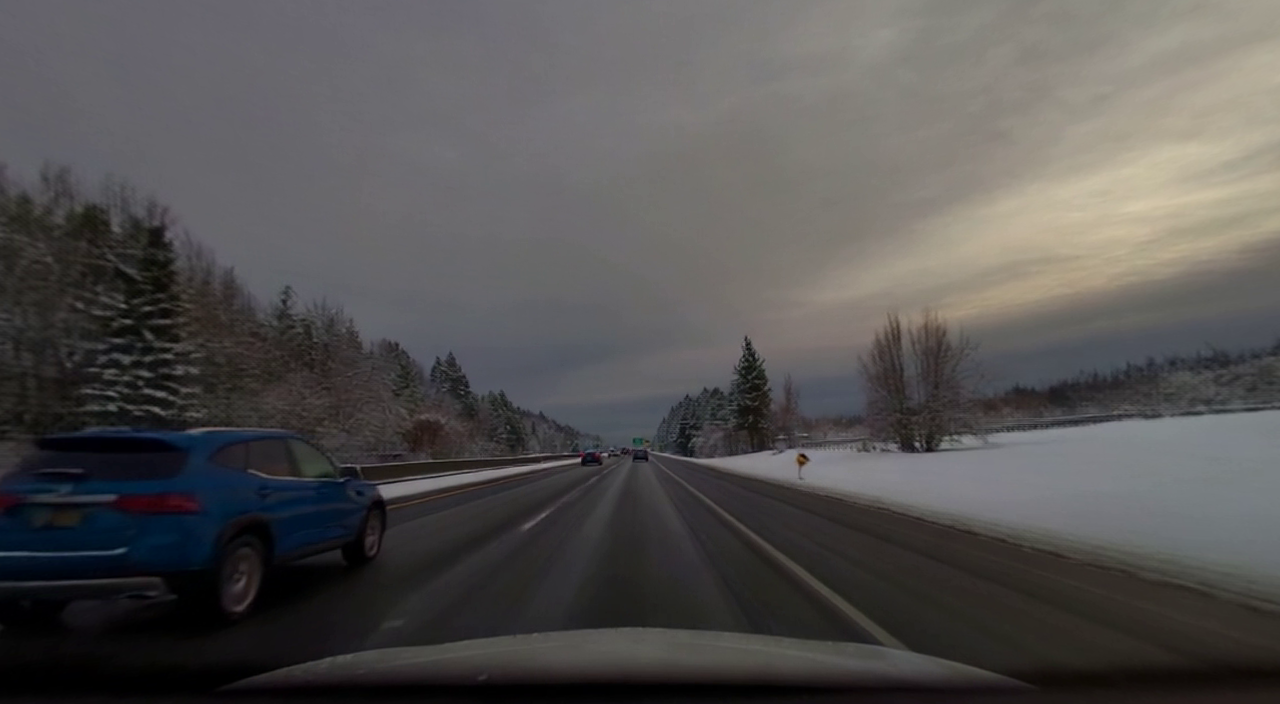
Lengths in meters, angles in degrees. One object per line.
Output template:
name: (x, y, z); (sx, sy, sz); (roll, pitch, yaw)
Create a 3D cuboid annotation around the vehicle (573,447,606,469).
vehicle: (-3.911, 8.296, 49.752); (2.182, 1.629, 4.263); (0, -9, 1)

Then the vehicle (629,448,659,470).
vehicle: (0.269, 7.658, 45.234); (2.046, 1.452, 4.407); (0, -9, 0)

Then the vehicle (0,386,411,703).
vehicle: (-3.829, 1.326, 5.440); (2.100, 1.667, 4.223); (0, -9, 0)
